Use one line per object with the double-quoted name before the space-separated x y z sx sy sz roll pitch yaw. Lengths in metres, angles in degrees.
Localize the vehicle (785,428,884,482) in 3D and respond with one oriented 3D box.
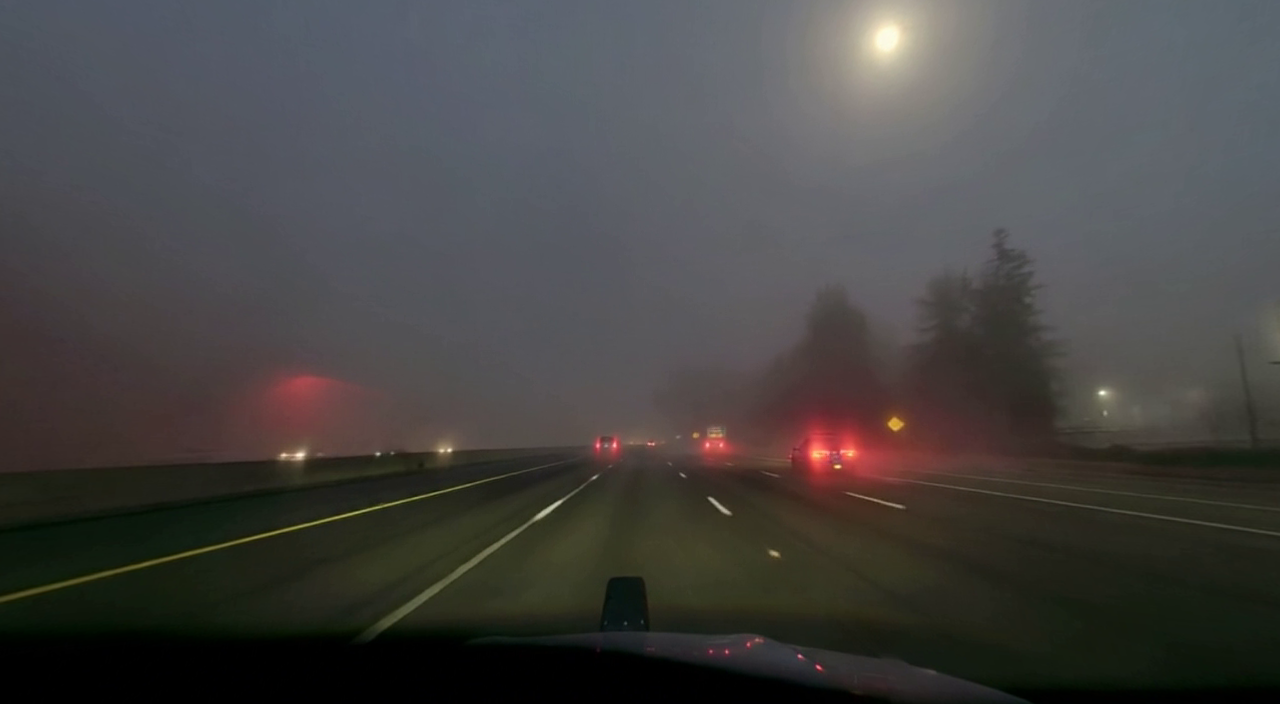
"vehicle" 6.654 3.586 22.147 2.063 1.706 4.259 0 -8 -1
